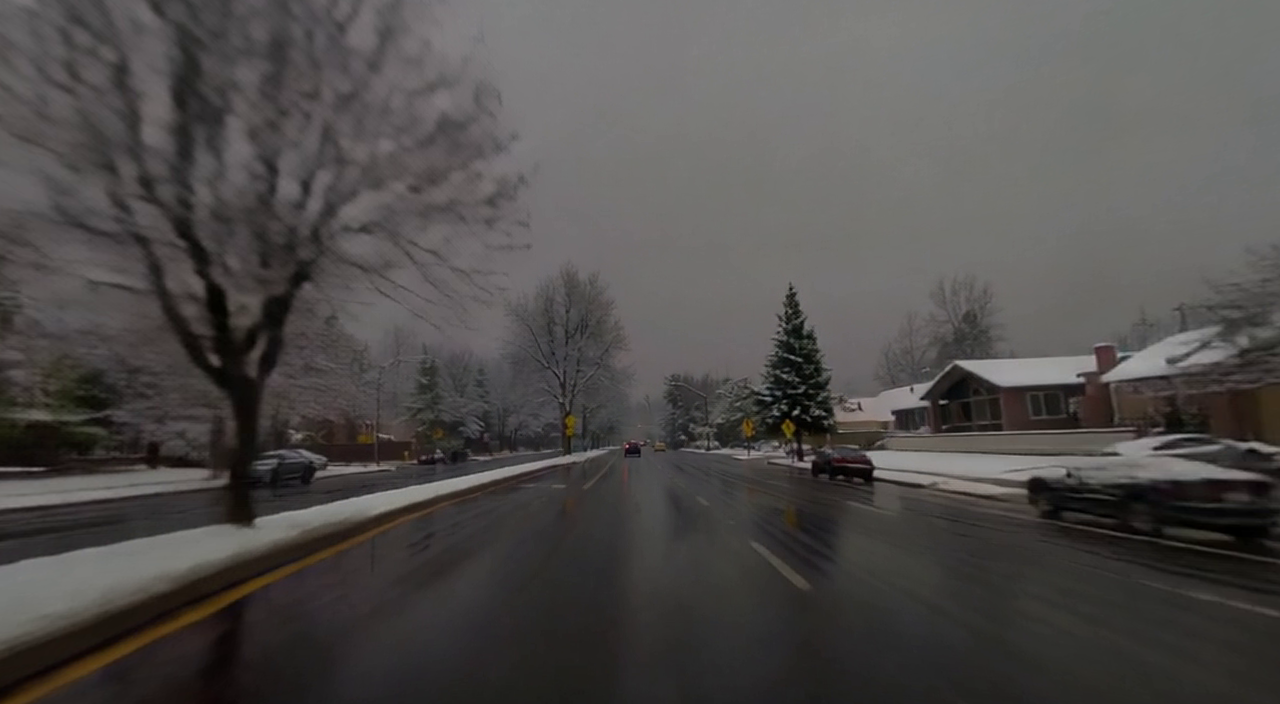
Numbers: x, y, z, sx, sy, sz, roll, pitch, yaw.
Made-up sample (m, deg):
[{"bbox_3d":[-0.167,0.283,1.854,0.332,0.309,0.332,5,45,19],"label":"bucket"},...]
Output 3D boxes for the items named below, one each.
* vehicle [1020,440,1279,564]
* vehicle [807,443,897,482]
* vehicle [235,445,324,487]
[{"bbox_3d":[8.649,2.148,10.008,1.976,1.462,5.430,0,-8,1],"label":"vehicle"},{"bbox_3d":[8.639,4.512,26.242,1.925,1.454,4.493,0,-8,-4],"label":"vehicle"},{"bbox_3d":[-18.368,5.801,32.484,1.994,1.874,4.502,-3,-8,-1],"label":"vehicle"}]
